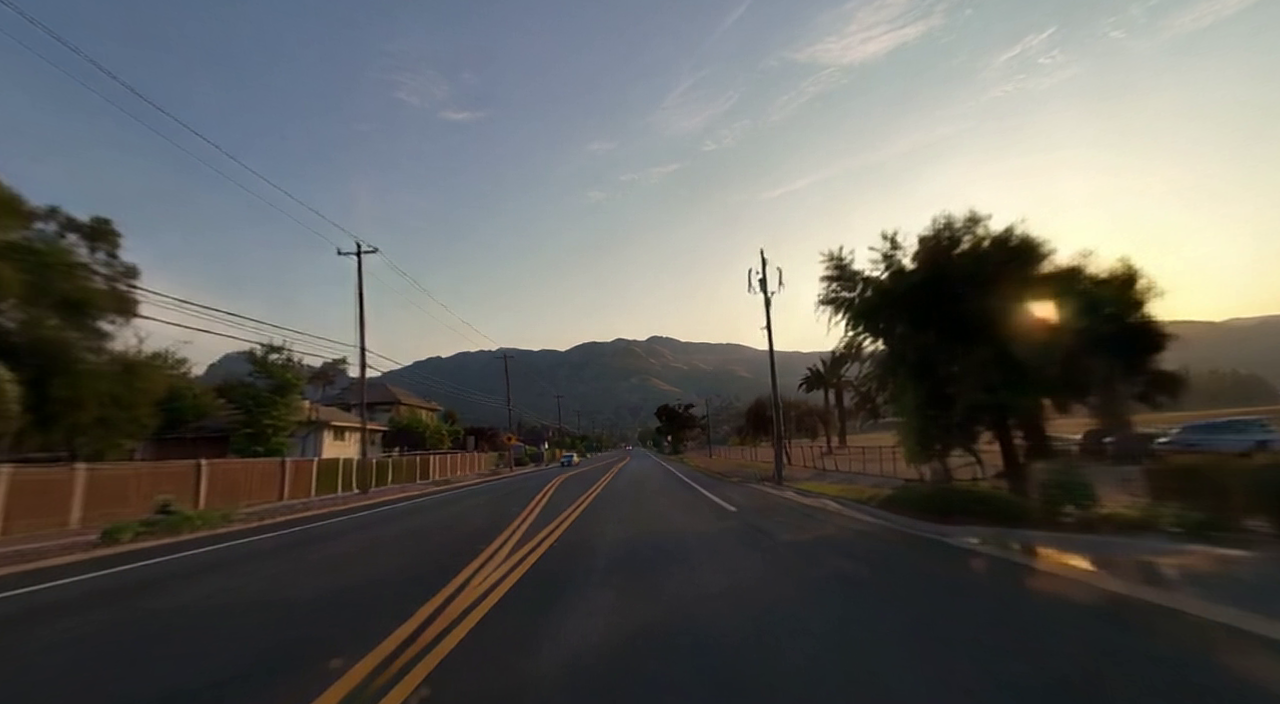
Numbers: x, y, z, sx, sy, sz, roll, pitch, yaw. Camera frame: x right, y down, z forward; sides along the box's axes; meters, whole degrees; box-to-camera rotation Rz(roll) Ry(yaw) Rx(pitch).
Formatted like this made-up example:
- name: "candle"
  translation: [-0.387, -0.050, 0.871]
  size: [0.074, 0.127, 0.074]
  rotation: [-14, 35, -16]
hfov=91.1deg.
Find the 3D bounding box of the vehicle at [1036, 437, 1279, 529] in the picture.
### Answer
- name: "vehicle"
  translation: [10.300, 2.366, 11.677]
  size: [4.540, 1.505, 2.021]
  rotation: [-3, -9, 21]
